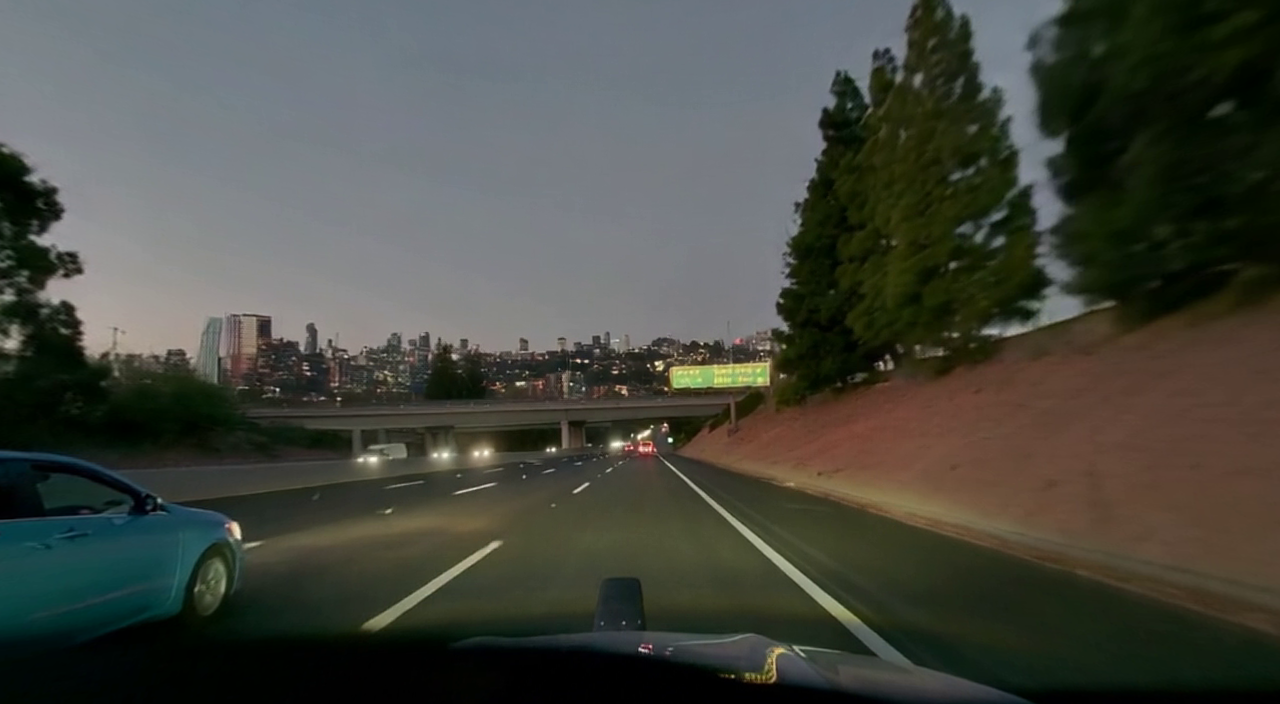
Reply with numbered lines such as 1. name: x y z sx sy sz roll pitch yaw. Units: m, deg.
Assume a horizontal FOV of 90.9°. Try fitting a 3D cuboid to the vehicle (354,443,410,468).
1. vehicle: -19.728 7.956 48.496 2.156 1.806 4.697 -1 -9 3
